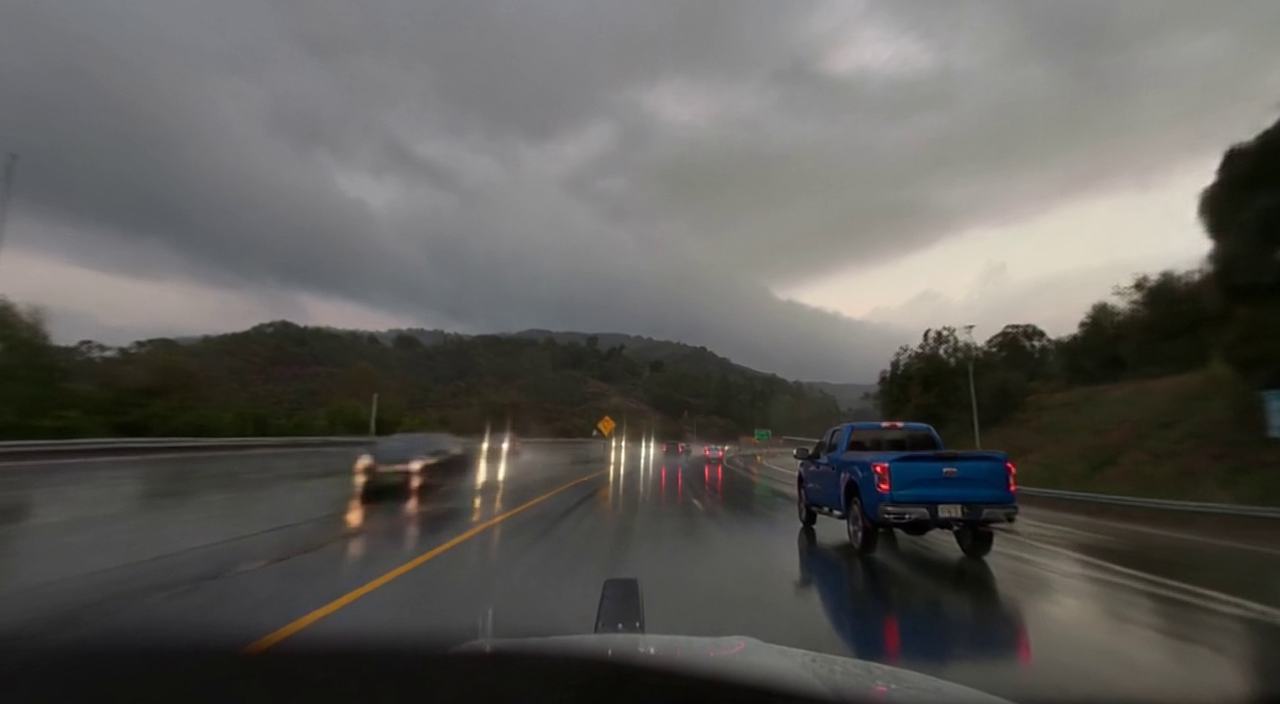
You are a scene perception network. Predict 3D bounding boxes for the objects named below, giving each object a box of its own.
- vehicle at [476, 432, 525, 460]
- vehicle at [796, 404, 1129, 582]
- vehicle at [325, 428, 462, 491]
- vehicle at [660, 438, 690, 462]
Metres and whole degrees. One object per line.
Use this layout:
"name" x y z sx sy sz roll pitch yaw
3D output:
"vehicle" -9.224 6.292 42.181 2.011 1.723 4.375 0 -9 3
"vehicle" 3.809 1.775 8.738 2.151 1.744 4.709 0 -9 1
"vehicle" -6.750 3.011 17.959 1.990 1.533 4.572 0 -9 1
"vehicle" 2.779 7.703 49.669 2.186 1.782 4.100 0 -9 4
